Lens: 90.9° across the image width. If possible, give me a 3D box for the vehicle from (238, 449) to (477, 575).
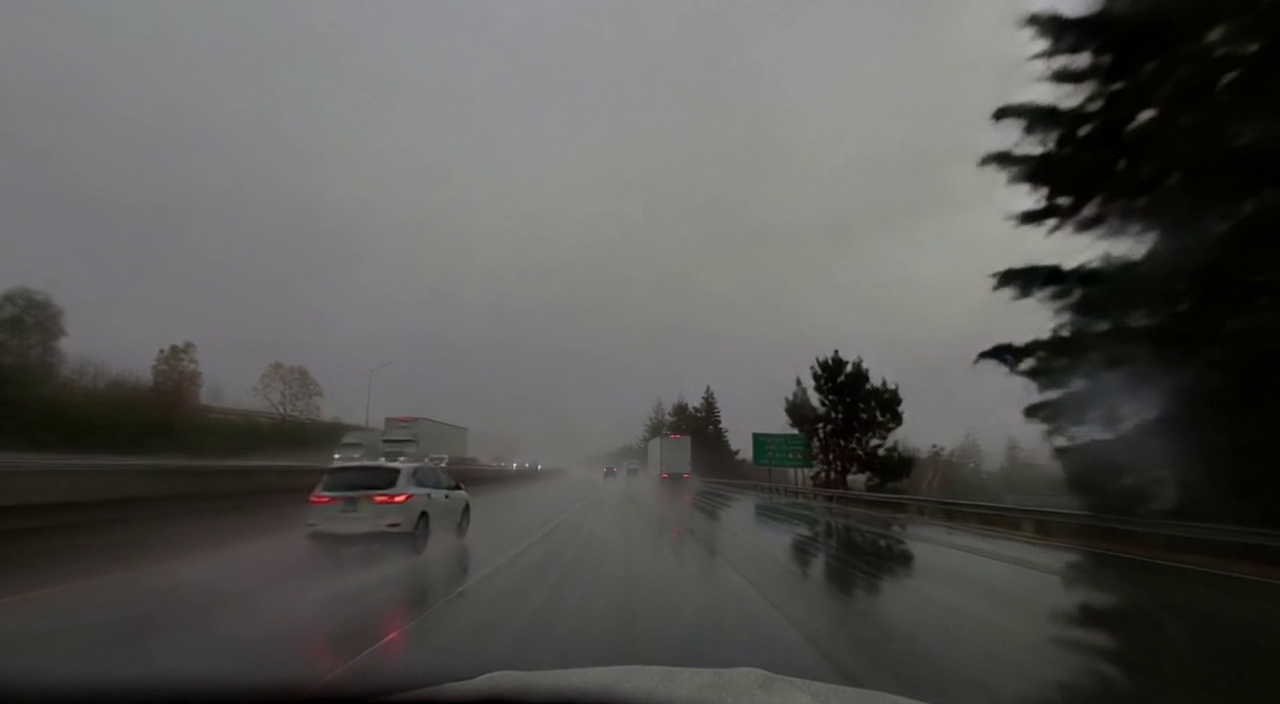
[{"bbox_3d":[-3.937,2.311,9.630,1.868,1.485,3.770,1,-11,0],"label":"vehicle"}]
